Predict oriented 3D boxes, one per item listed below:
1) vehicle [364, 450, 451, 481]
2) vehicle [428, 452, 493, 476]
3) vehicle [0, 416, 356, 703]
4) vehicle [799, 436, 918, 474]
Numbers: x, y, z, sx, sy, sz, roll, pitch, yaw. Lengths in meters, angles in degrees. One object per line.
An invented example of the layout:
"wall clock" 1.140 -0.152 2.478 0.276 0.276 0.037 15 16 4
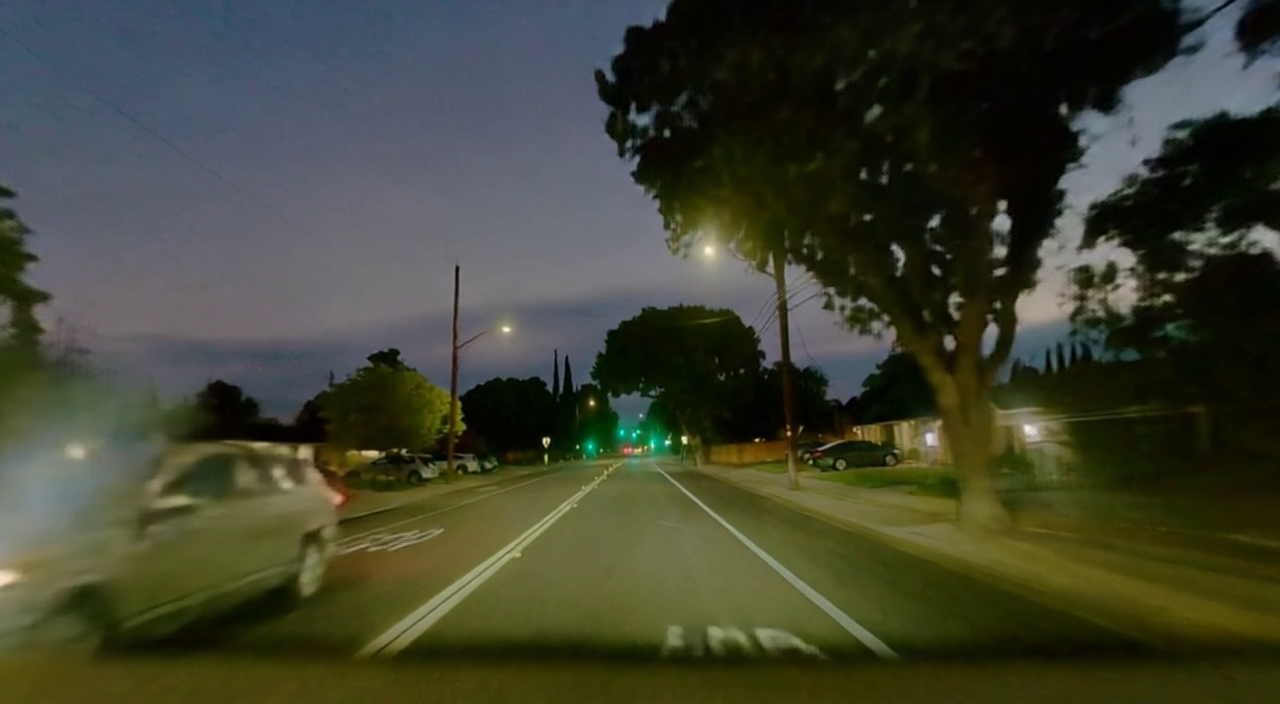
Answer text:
"vehicle" -13.119 6.420 35.863 4.207 1.648 1.956 1 -9 -6
"vehicle" -12.515 7.840 44.203 3.927 1.560 2.049 0 -9 -1
"vehicle" -3.821 1.315 4.273 1.935 1.595 3.972 0 -9 0
"vehicle" 10.509 4.993 30.631 4.908 1.537 2.065 -1 -9 -6
